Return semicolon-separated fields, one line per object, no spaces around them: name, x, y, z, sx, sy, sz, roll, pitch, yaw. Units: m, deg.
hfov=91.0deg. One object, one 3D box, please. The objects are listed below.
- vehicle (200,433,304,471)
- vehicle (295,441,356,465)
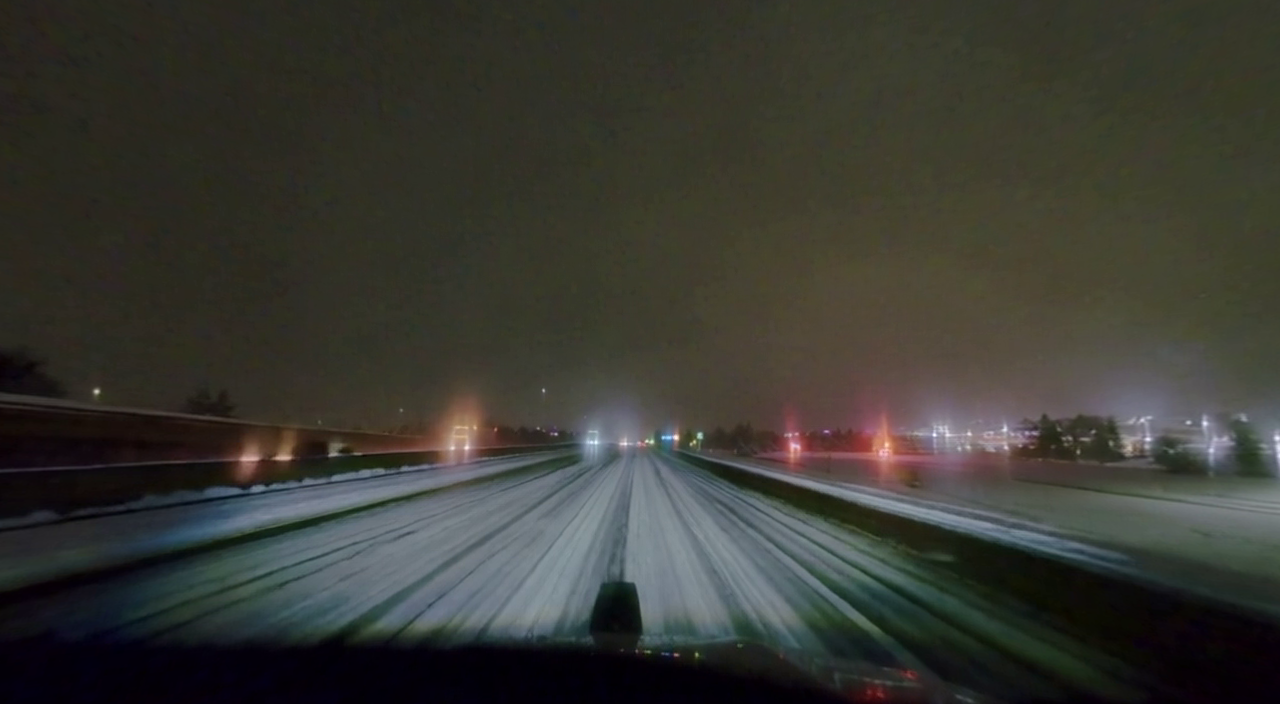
vehicle;-16.501;4.263;27.032;1.858;1.489;4.072;0;-8;0
vehicle;-21.799;6.994;43.781;1.896;1.529;4.416;0;-8;1
